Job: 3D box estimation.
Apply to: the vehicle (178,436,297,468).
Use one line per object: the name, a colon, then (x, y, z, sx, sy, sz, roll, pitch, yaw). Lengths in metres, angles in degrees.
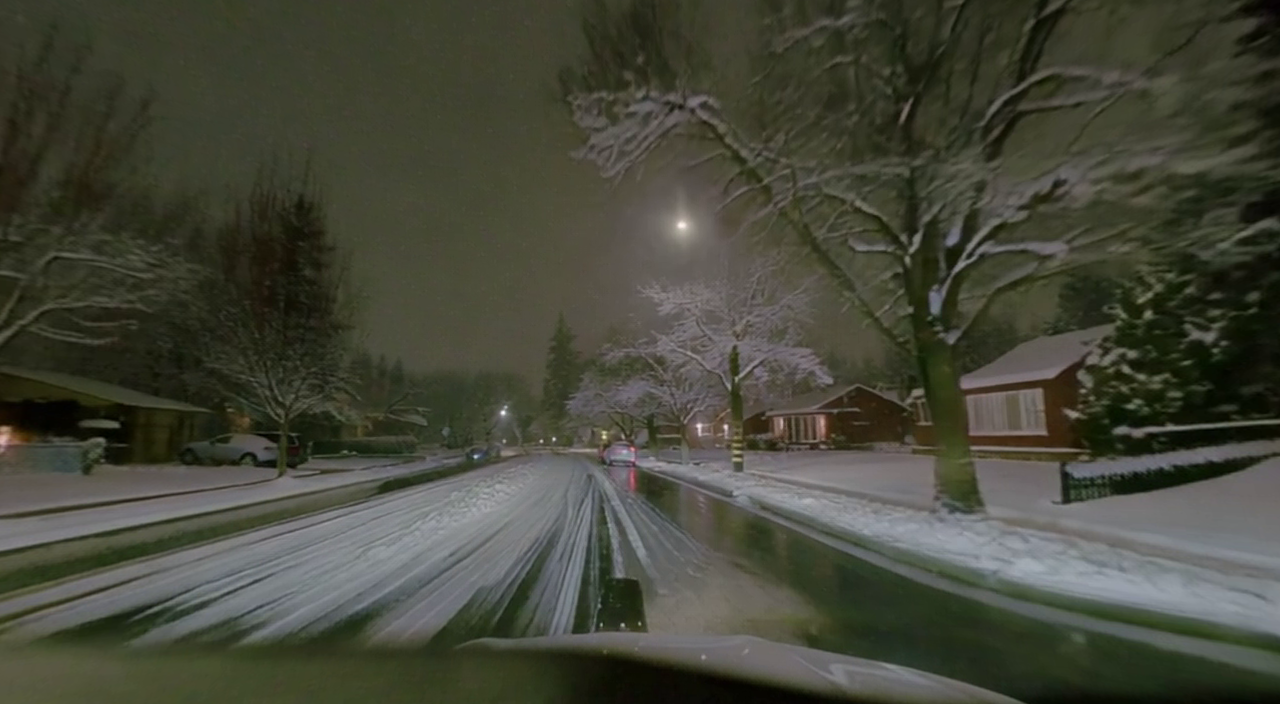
vehicle: (-19.265, 4.816, 30.184, 4.344, 1.483, 1.928, 0, -9, -1)

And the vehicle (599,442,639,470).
vehicle: (-1.283, 6.023, 36.656, 2.088, 1.429, 4.796, 1, -8, -5)
